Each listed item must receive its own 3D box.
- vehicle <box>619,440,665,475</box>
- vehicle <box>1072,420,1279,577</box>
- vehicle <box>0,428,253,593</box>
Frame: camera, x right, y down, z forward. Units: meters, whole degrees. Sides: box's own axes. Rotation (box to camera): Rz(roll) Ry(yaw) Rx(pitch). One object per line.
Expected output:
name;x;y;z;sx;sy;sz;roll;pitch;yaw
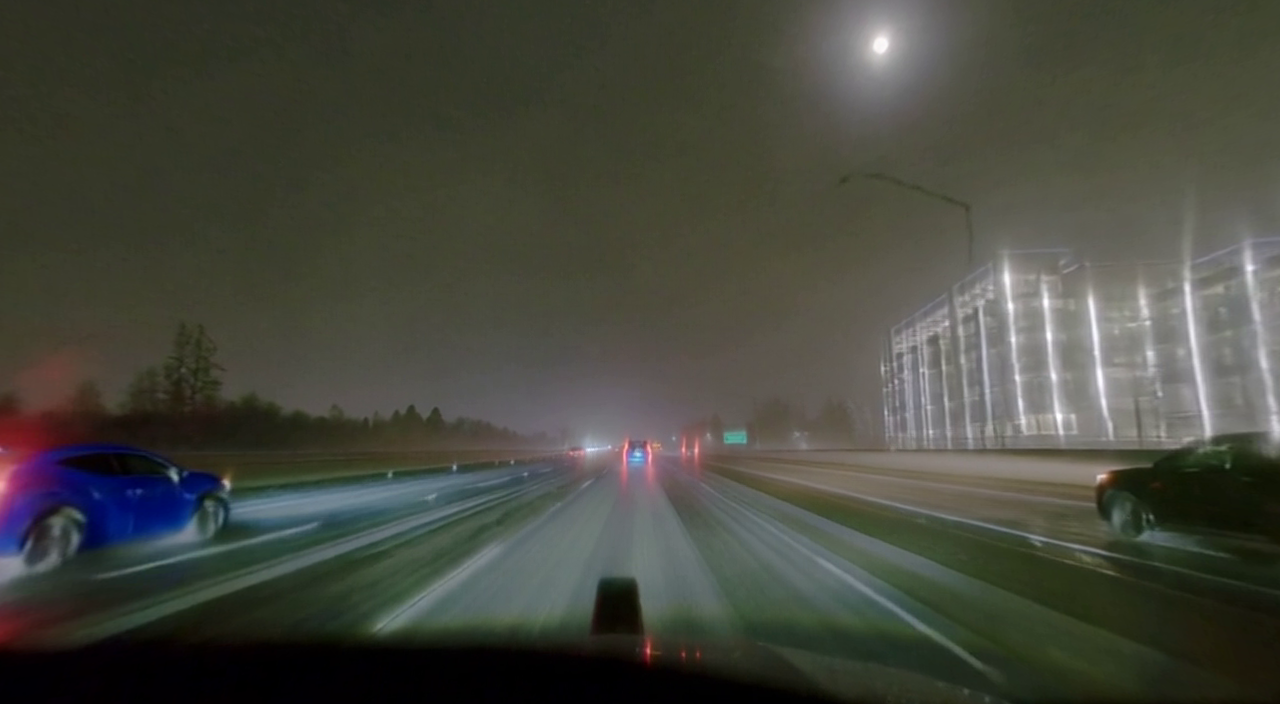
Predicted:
vehicle;0.082;4.966;29.887;2.036;1.542;3.891;0;-8;0
vehicle;7.114;1.471;6.470;1.937;1.498;4.710;0;-8;-1
vehicle;-6.755;1.650;7.159;1.978;1.477;4.239;0;-8;0
